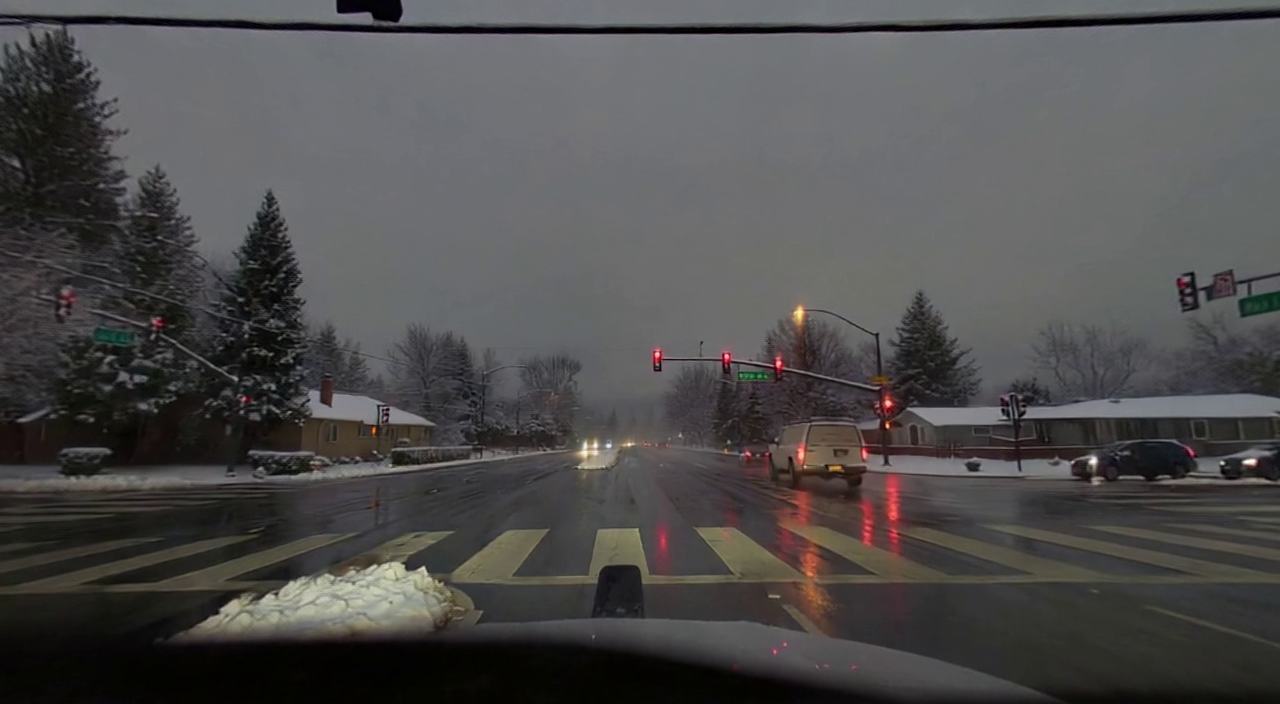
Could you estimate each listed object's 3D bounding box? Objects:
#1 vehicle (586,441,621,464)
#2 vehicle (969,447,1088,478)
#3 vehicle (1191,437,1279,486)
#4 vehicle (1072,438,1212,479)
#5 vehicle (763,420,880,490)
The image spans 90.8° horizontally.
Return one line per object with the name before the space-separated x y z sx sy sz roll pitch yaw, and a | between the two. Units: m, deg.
vehicle | -2.391 6.715 42.282 2.045 1.484 3.991 0 -9 0
vehicle | 19.730 5.609 32.237 4.874 1.544 1.779 0 -9 1
vehicle | 23.634 4.042 23.462 4.417 1.725 1.969 0 -9 -1
vehicle | 23.503 4.991 29.741 4.807 1.835 2.033 0 -9 -1
vehicle | 5.929 3.476 21.618 2.273 2.042 5.717 0 -9 0
